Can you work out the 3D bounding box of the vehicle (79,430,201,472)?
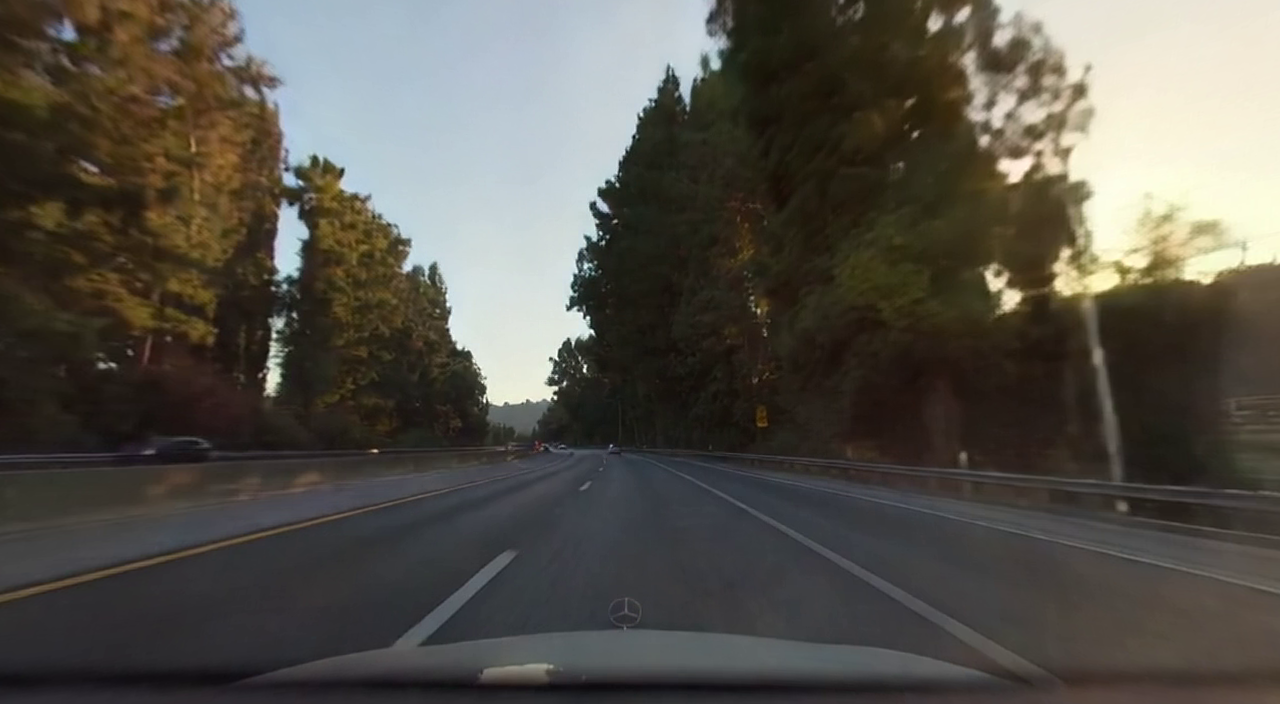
[{"bbox_3d":[-22.517,4.507,28.638,2.045,1.726,4.284,0,-9,-2],"label":"vehicle"}]
